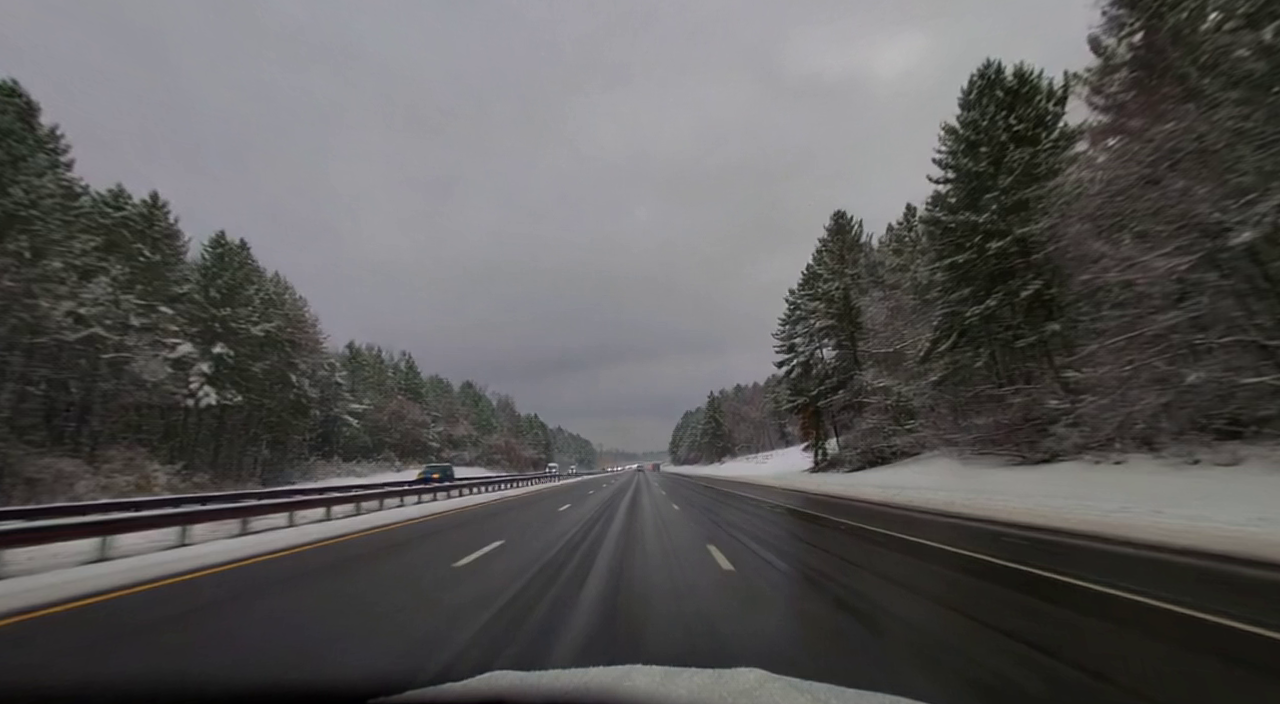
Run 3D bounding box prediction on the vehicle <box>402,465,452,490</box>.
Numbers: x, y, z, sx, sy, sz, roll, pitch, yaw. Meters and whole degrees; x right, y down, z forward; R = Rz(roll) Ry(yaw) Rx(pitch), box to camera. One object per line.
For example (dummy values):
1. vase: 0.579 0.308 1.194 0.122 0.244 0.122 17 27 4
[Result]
1. vehicle: -13.428 7.897 39.893 1.752 1.454 3.796 1 -10 0
